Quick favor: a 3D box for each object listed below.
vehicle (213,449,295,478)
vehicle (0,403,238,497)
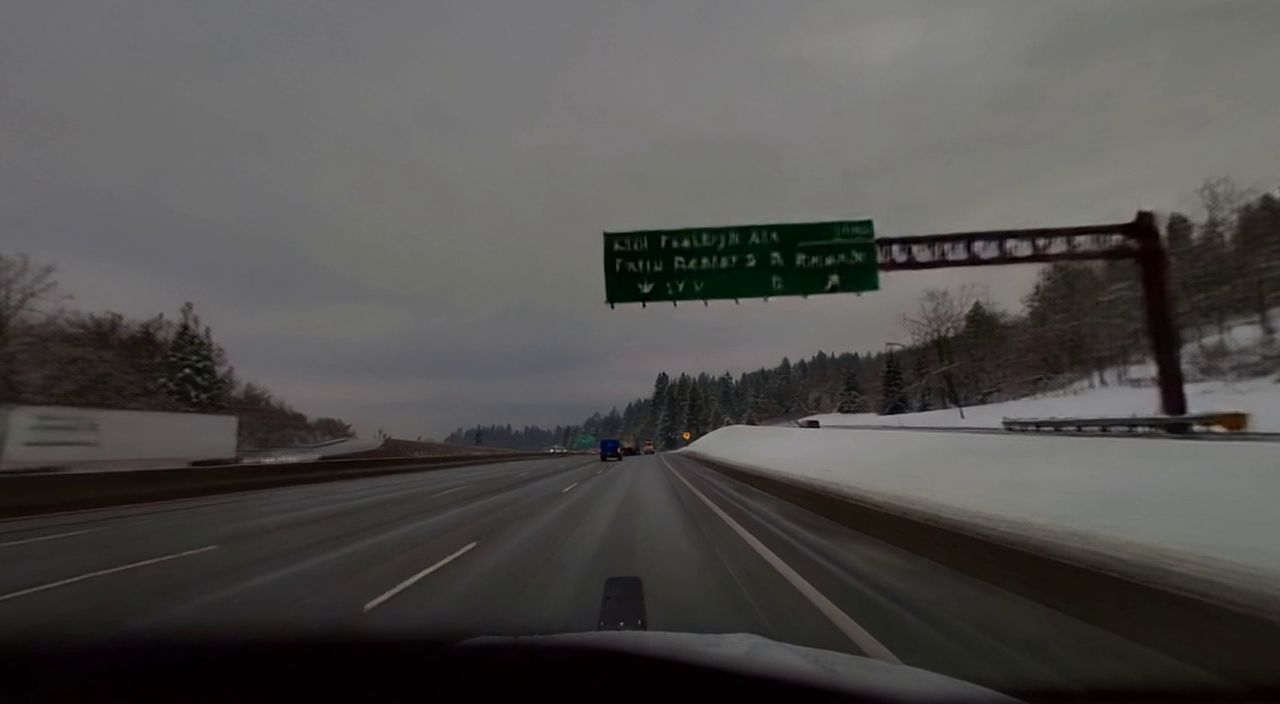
[{"bbox_3d":[-25.007,7.218,40.905,2.041,1.728,4.935,0,-8,2],"label":"vehicle"},{"bbox_3d":[-30.035,5.546,35.955,2.908,4.172,16.531,0,-8,1],"label":"vehicle"}]
